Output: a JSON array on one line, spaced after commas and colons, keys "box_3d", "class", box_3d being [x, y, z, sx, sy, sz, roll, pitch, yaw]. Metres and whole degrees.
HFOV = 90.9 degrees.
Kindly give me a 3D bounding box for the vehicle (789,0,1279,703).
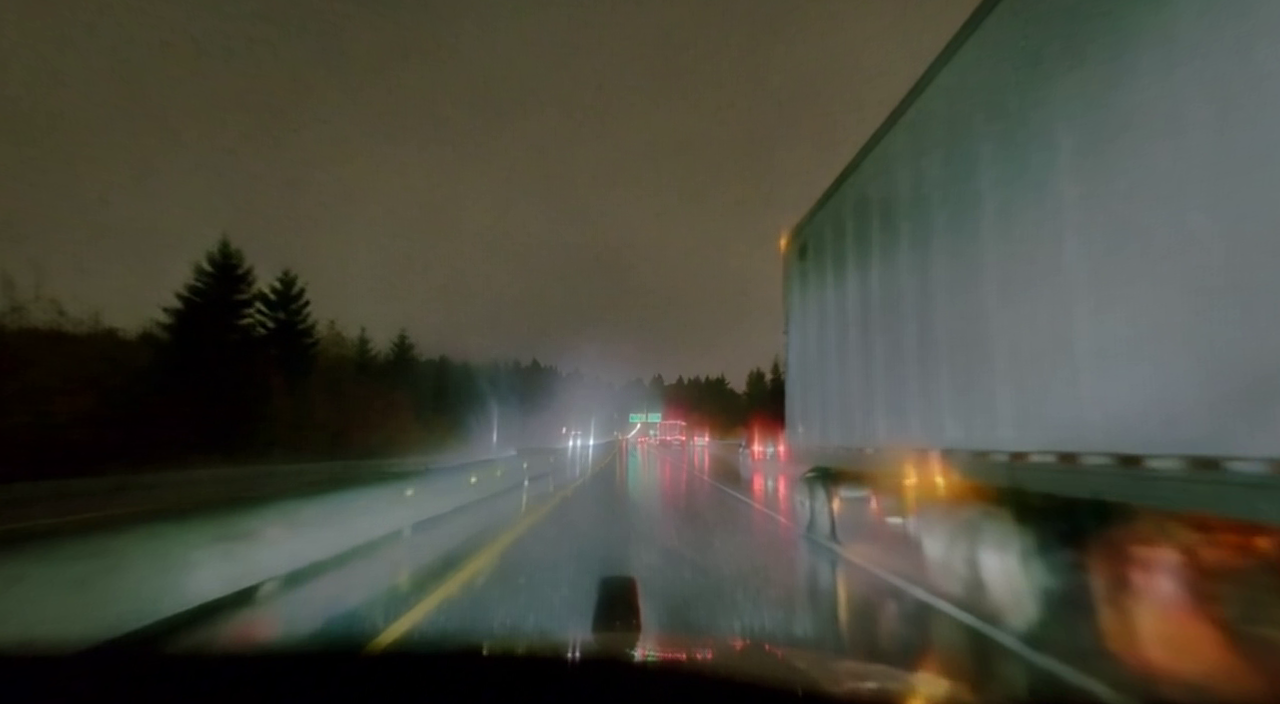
[{"box_3d": [3.504, 0.118, 5.119, 3.004, 3.894, 5.738, 0, -8, -1], "class": "vehicle"}]
